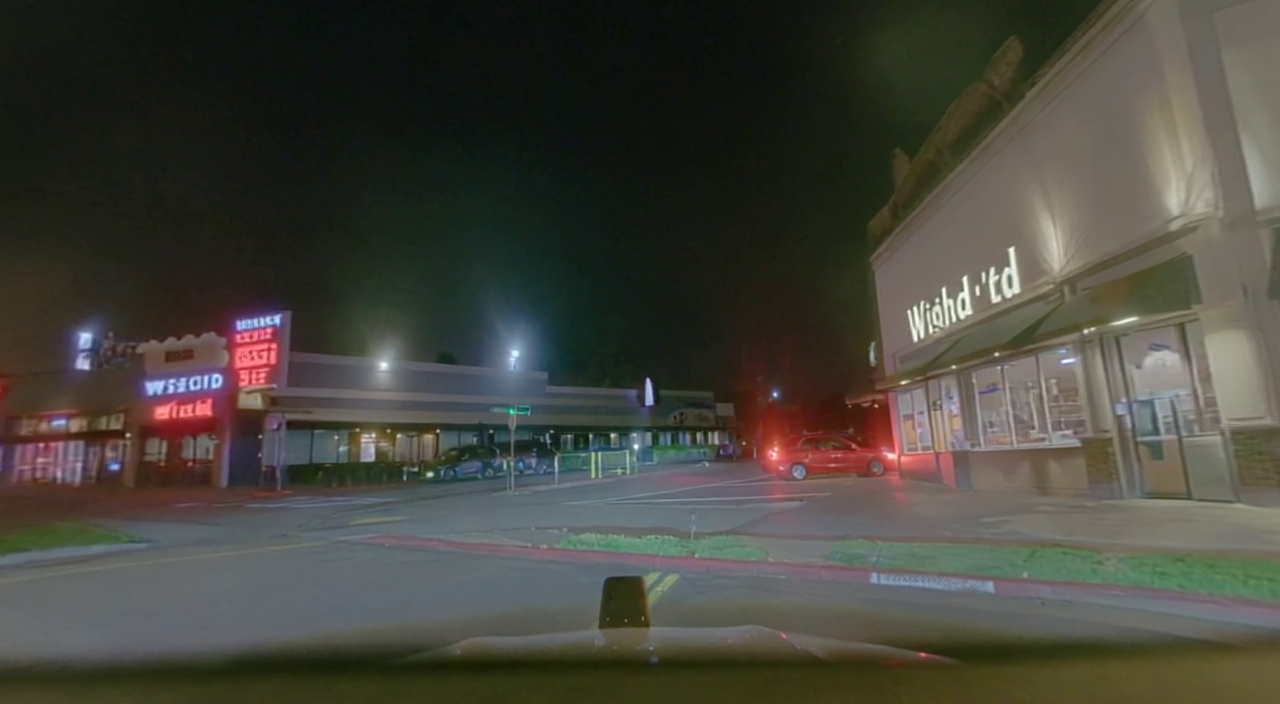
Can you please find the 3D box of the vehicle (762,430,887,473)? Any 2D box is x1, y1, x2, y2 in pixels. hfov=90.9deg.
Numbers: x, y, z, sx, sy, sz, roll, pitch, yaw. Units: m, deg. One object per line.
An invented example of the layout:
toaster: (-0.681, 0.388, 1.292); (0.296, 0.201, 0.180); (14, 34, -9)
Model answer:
vehicle: (7.745, 4.182, 26.505); (4.706, 1.663, 1.993); (-4, -10, 27)

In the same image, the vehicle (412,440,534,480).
vehicle: (-7.275, 4.716, 27.654); (4.814, 1.618, 1.869); (-2, -9, 12)
